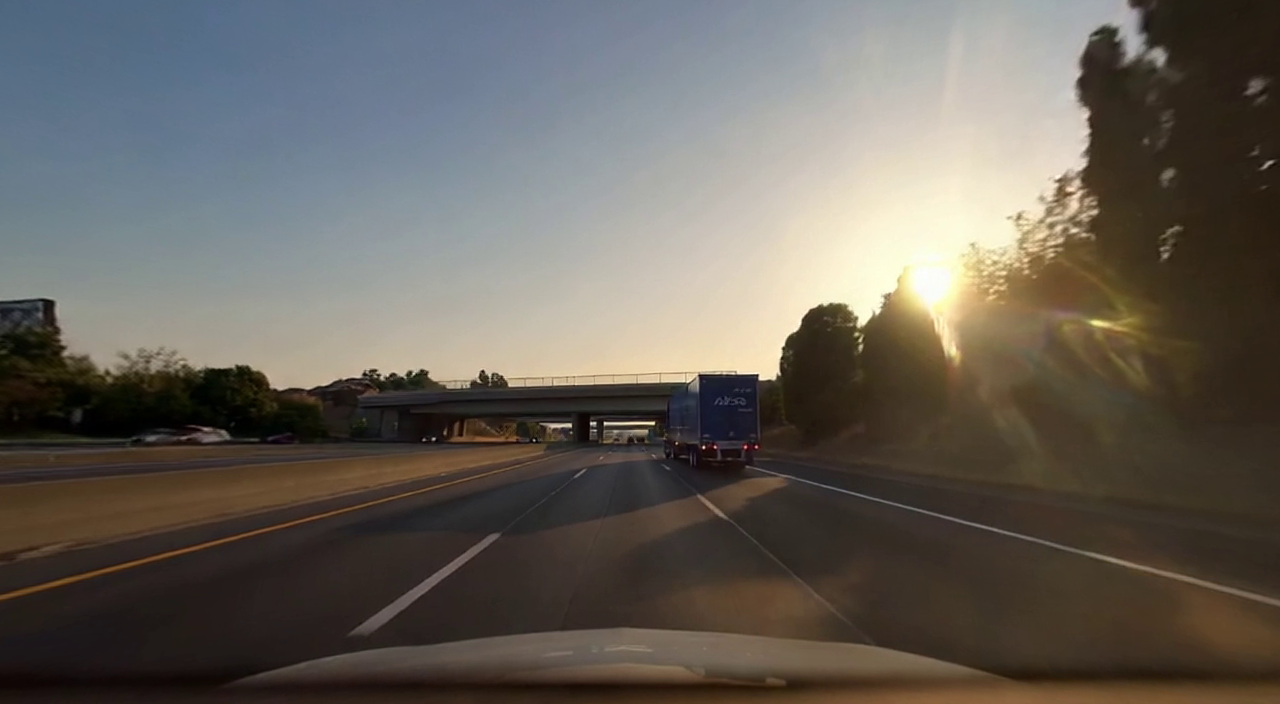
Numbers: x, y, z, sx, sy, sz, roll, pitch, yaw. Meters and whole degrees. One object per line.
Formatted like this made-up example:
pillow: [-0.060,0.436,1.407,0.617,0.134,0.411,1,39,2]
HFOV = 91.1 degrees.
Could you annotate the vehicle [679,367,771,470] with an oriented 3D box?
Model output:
vehicle: [3.571,3.199,28.962,2.880,3.986,9.103,0,-8,-1]
